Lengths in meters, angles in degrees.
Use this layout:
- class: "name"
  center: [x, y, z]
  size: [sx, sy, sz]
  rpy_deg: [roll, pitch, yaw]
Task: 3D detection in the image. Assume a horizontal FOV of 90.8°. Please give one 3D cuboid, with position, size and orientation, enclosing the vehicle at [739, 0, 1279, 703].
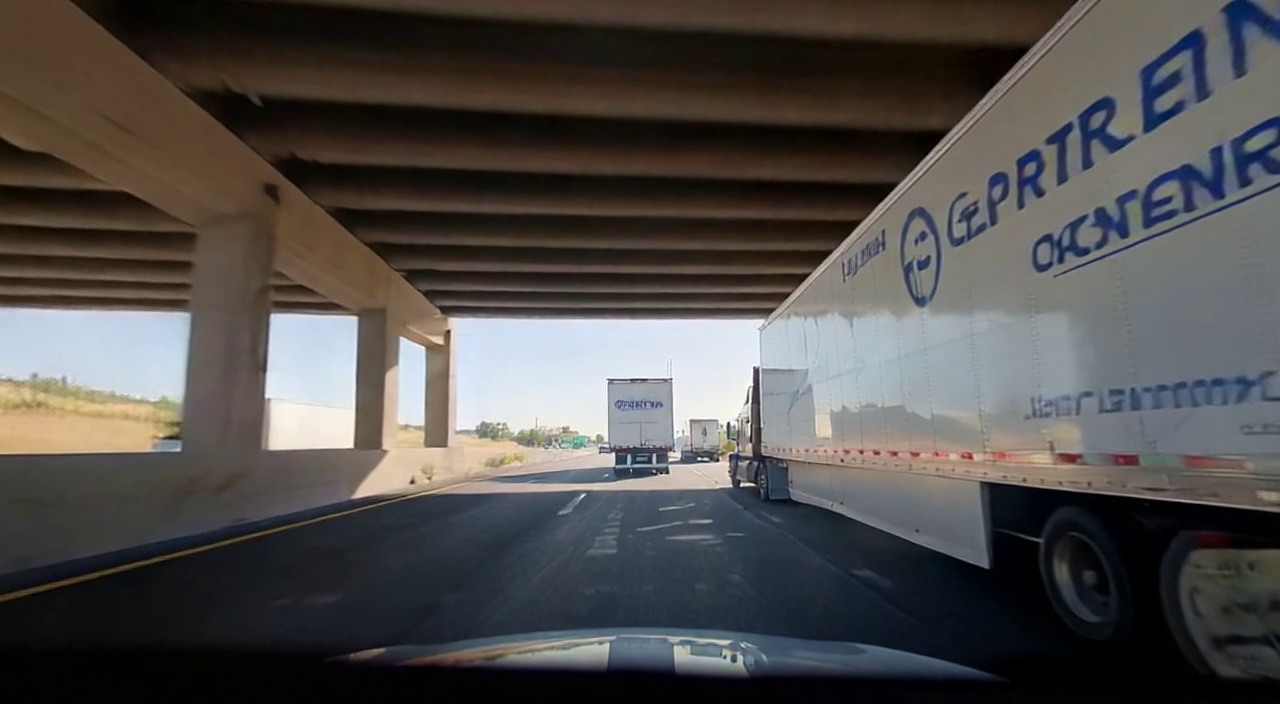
- class: "vehicle"
  center: [4.108, 0.470, 8.494]
  size: [3.044, 4.128, 14.482]
  rpy_deg: [0, -9, -1]

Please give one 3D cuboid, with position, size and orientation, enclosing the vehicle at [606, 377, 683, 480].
- class: "vehicle"
  center: [0.141, 3.590, 28.562]
  size: [2.864, 3.805, 9.709]
  rpy_deg: [0, -9, 0]

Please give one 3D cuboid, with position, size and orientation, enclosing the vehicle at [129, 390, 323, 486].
- class: "vehicle"
  center: [-20.299, 4.443, 32.189]
  size: [2.941, 4.110, 10.247]
  rpy_deg: [0, -9, -1]
